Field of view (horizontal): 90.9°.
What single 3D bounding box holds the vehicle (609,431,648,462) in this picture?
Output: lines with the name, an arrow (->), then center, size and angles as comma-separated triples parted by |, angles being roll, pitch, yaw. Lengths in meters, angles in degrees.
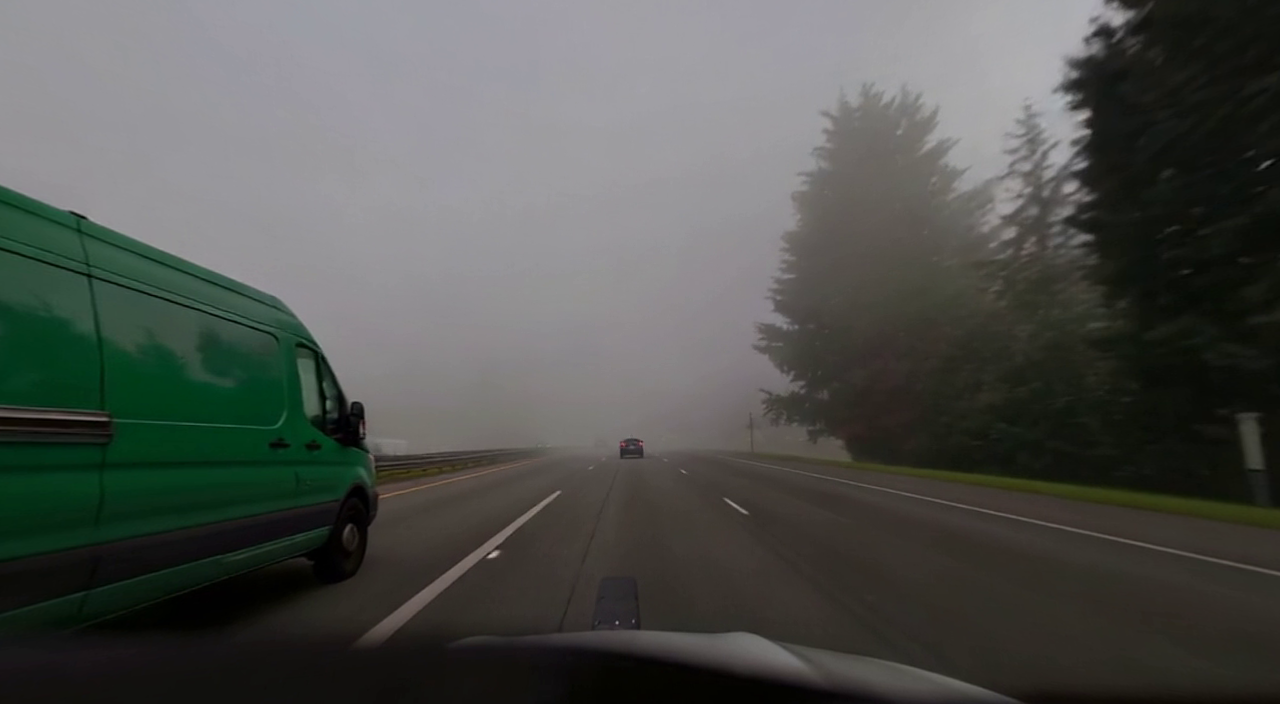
vehicle -> -0.655, 5.332, 35.741 | 2.104, 1.646, 4.176 | 0, -8, -1

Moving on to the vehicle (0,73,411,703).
vehicle -> -3.505, 0.474, 3.397 | 2.424, 2.577, 5.828 | 0, -8, -1
